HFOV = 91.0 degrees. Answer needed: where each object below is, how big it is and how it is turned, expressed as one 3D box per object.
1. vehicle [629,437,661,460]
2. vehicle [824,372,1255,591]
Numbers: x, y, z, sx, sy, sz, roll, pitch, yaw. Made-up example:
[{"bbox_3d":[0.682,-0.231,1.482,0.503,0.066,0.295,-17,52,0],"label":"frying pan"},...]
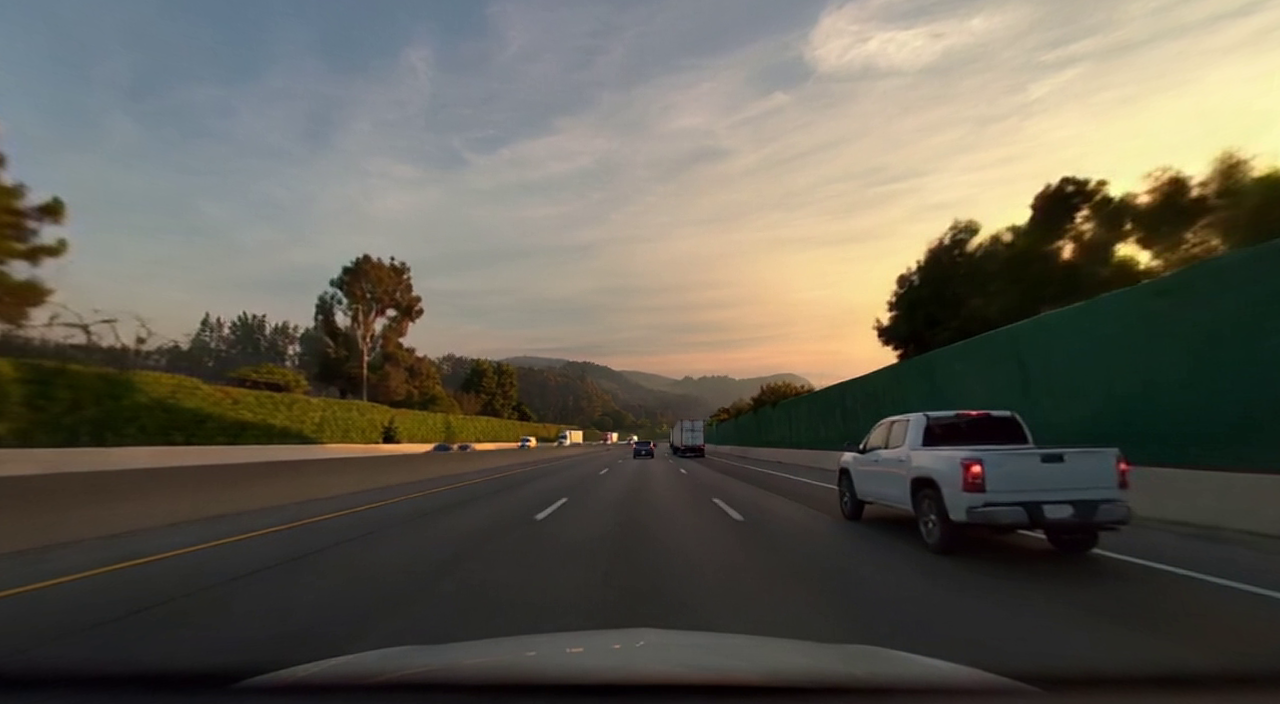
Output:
[{"bbox_3d":[0.372,7.654,49.939,2.389,1.760,4.473,0,-8,0],"label":"vehicle"},{"bbox_3d":[4.352,1.529,8.332,2.209,1.943,5.262,0,-8,0],"label":"vehicle"}]
